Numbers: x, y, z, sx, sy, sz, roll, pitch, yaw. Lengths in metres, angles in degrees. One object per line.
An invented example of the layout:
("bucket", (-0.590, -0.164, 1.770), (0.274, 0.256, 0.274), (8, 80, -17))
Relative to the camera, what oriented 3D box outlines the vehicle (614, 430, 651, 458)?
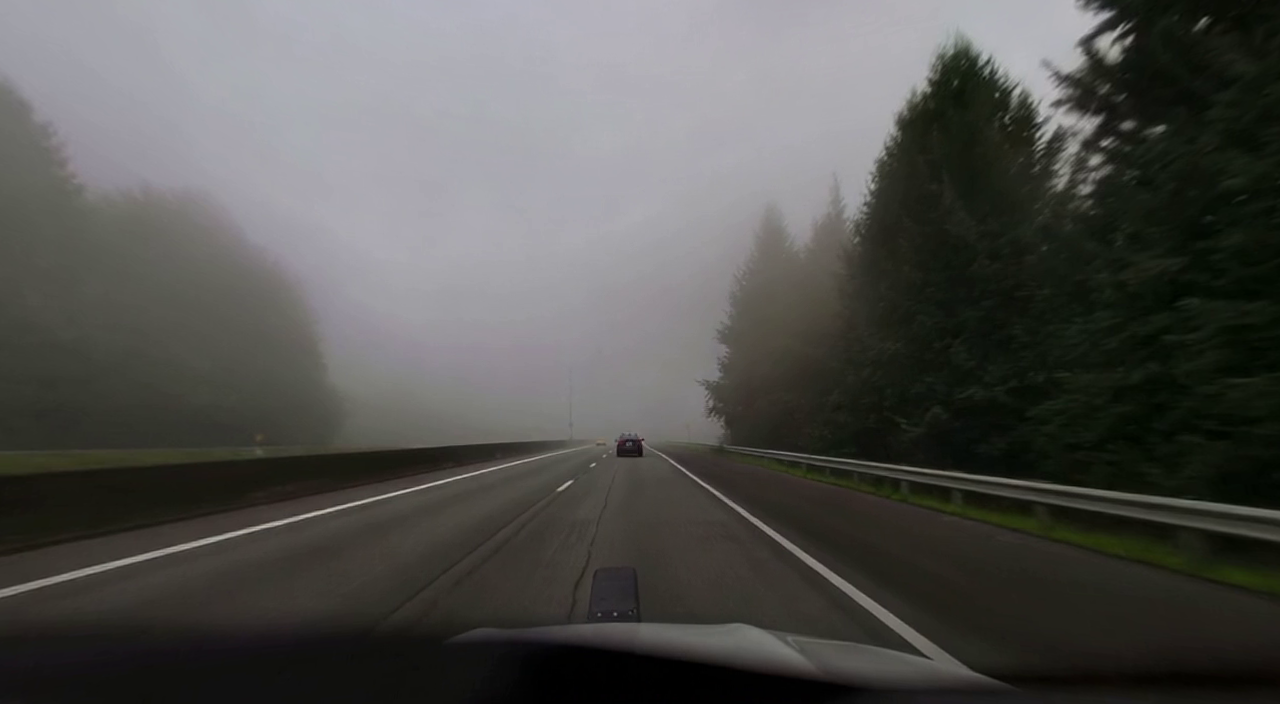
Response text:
("vehicle", (-0.501, 5.698, 39.156), (2.151, 1.618, 3.898), (0, -8, -1))
